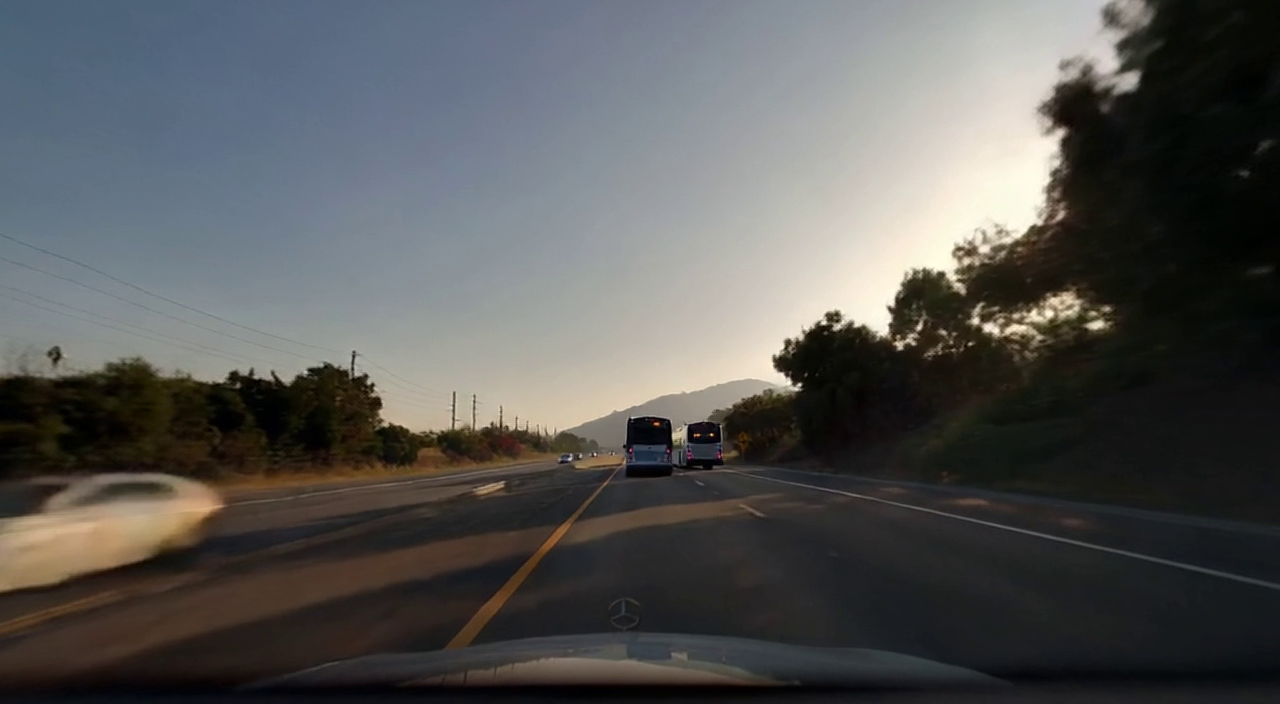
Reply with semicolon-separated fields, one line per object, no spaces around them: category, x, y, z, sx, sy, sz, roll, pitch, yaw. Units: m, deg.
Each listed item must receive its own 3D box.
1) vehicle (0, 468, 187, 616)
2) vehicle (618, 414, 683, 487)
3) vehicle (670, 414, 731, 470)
vehicle;-7.855;2.176;7.238;1.870;1.500;4.516;-1;-9;0
vehicle;0.299;4.091;26.170;2.414;2.675;5.574;0;-9;-2
vehicle;4.307;6.956;47.851;3.074;3.668;12.805;0;-9;-1
